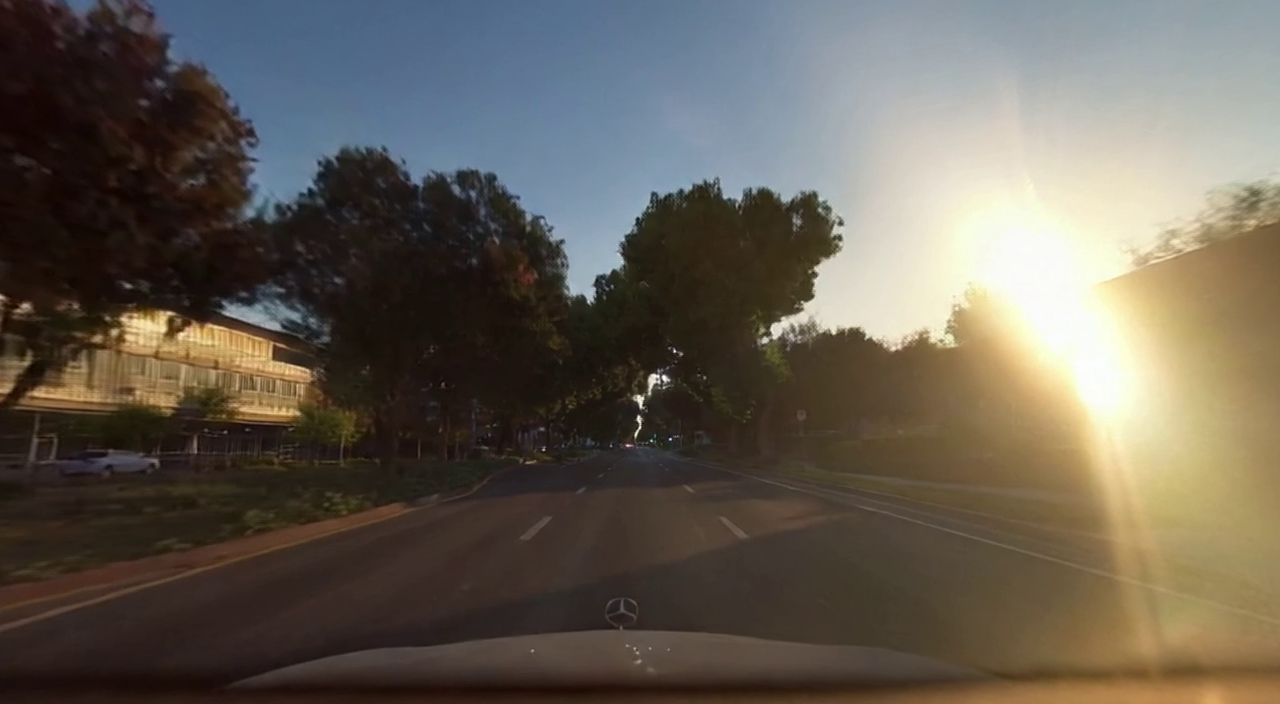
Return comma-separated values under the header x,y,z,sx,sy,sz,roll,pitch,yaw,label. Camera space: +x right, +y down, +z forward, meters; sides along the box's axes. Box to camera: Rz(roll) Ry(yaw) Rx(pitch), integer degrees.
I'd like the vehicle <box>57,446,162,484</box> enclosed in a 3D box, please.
x,y,z,sx,sy,sz,roll,pitch,yaw,label
-28.337,5.994,33.950,1.987,1.872,4.150,0,-8,1,vehicle
